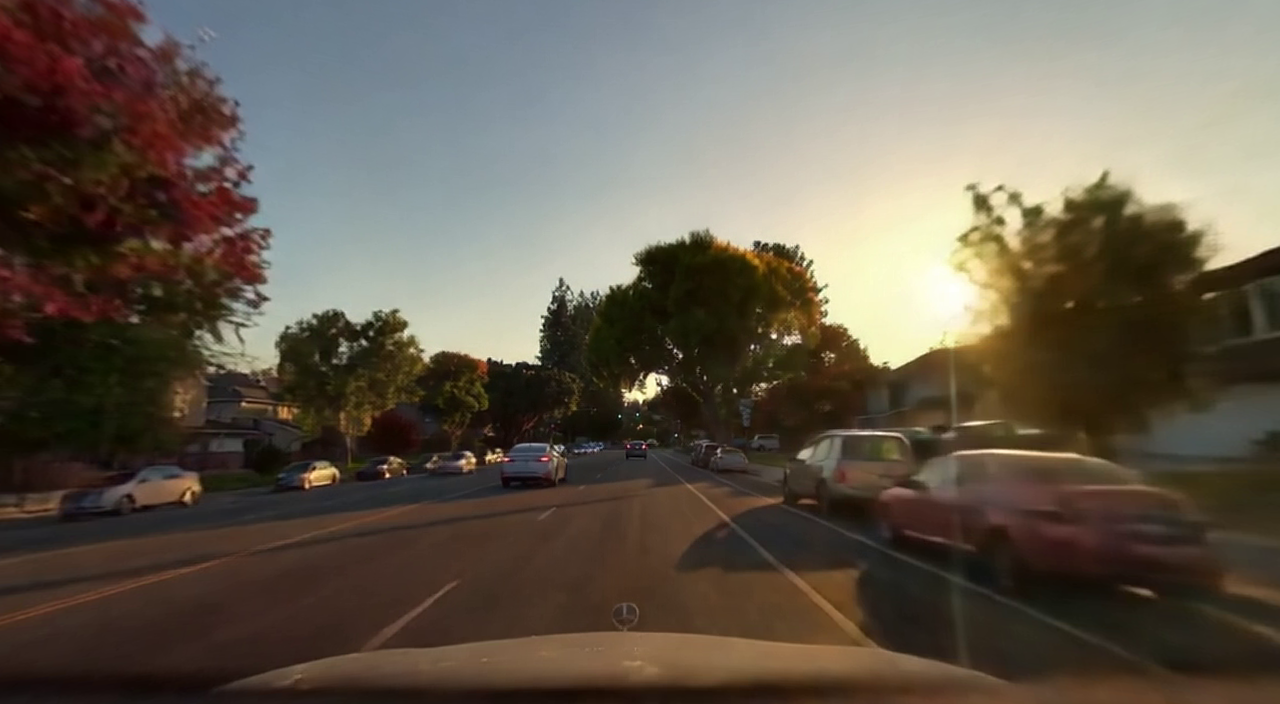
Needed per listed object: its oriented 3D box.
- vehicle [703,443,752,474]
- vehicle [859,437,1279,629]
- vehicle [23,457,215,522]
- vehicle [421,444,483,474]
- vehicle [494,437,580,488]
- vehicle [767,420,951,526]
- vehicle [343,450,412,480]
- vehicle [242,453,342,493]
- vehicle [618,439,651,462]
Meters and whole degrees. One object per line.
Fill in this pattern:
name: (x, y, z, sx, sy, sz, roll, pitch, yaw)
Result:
vehicle: (4.285, 5.278, 31.592, 1.890, 1.459, 4.371, 0, -8, 1)
vehicle: (4.384, 1.752, 7.308, 1.933, 1.463, 4.735, 0, -8, -1)
vehicle: (-14.675, 3.851, 18.218, 1.811, 1.433, 4.564, -5, -9, -2)
vehicle: (-9.902, 5.645, 33.550, 1.985, 1.502, 4.253, 0, -8, 0)
vehicle: (-3.251, 3.582, 20.843, 2.027, 1.477, 4.413, 0, -8, 1)
vehicle: (4.269, 2.446, 13.359, 2.123, 1.797, 4.792, 0, -8, 0)
vehicle: (-14.617, 6.308, 35.467, 1.898, 1.530, 4.675, 0, -8, -1)
vehicle: (-14.546, 5.058, 26.706, 1.847, 1.494, 4.189, 0, -8, -1)
vehicle: (-0.381, 6.706, 43.207, 2.088, 1.495, 4.048, 0, -8, -1)
